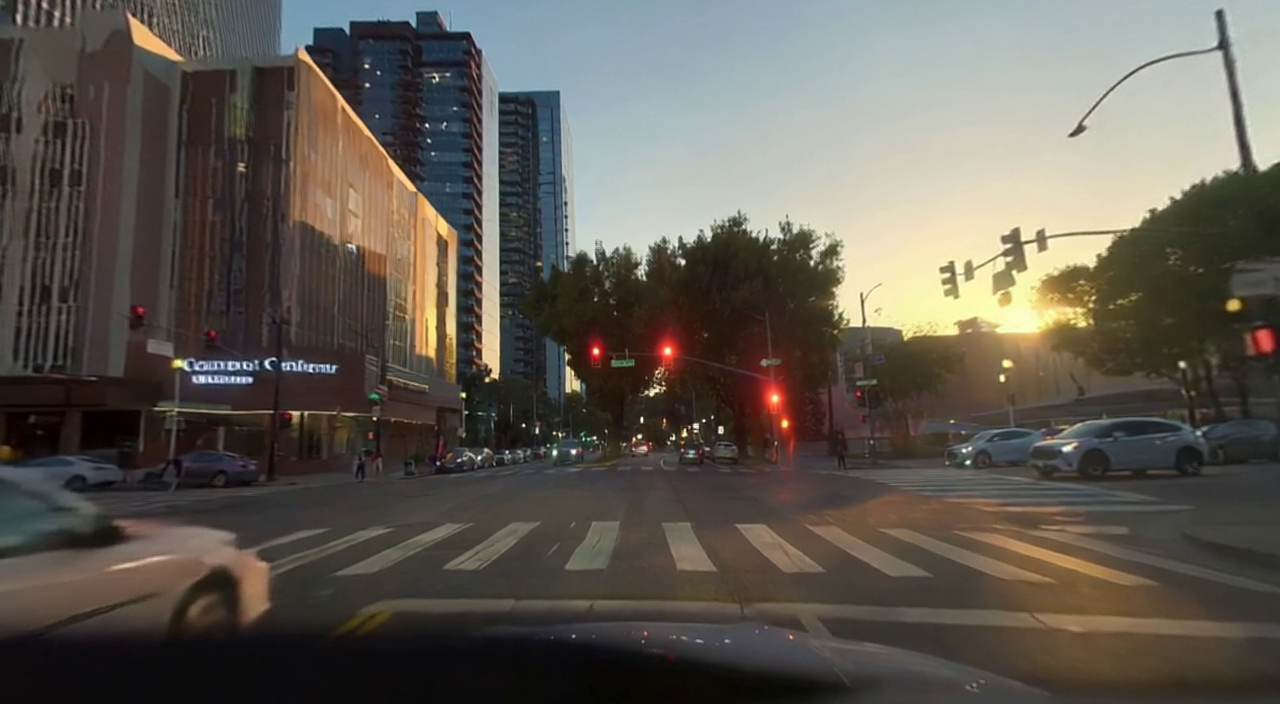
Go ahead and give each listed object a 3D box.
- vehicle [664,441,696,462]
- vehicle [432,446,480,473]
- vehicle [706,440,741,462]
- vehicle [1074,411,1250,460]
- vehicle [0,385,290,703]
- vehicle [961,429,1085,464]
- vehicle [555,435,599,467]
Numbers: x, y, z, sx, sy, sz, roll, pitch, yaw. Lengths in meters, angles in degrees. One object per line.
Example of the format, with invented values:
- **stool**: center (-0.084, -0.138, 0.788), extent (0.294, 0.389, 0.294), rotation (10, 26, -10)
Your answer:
- **vehicle**: center (2.719, 6.873, 43.802), extent (1.919, 1.371, 3.583), rotation (0, -8, -1)
- **vehicle**: center (-12.664, 7.388, 43.537), extent (2.118, 1.644, 4.188), rotation (0, -8, -1)
- **vehicle**: center (5.996, 7.145, 45.683), extent (1.882, 1.479, 4.652), rotation (0, -8, 0)
- **vehicle**: center (20.113, 3.243, 24.483), extent (4.827, 1.817, 2.190), rotation (0, -8, 0)
- **vehicle**: center (-3.011, 0.736, 1.111), extent (2.014, 1.480, 4.780), rotation (0, -8, 1)
- **vehicle**: center (17.095, 4.244, 28.286), extent (4.293, 1.495, 1.935), rotation (0, -8, -1)
- **vehicle**: center (-3.846, 6.144, 39.246), extent (2.176, 1.804, 4.740), rotation (-3, -8, 0)
